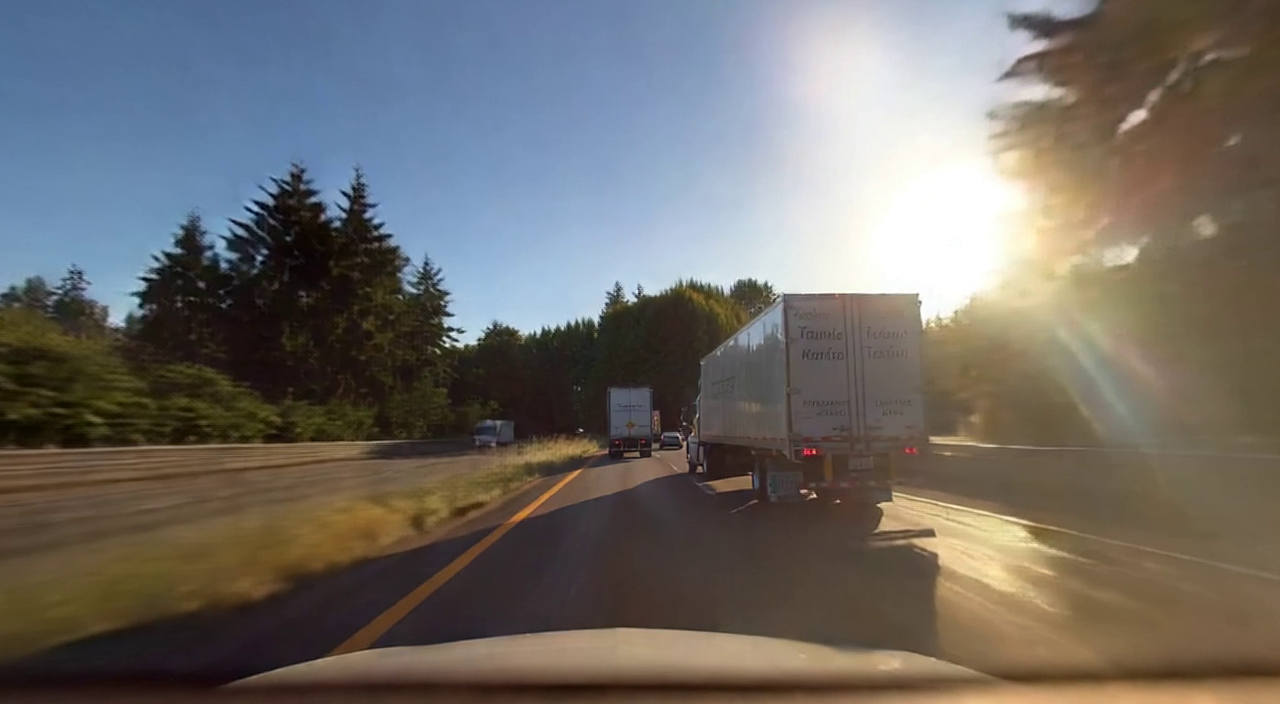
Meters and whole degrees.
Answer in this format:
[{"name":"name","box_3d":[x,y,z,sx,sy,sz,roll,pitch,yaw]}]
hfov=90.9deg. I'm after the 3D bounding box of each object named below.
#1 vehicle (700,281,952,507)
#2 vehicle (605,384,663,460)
[{"name":"vehicle","box_3d":[4.052,1.704,18.796,2.856,4.145,14.500,0,-8,-1]},{"name":"vehicle","box_3d":[-0.392,4.290,37.520,2.958,3.917,10.196,0,-8,-1]}]
